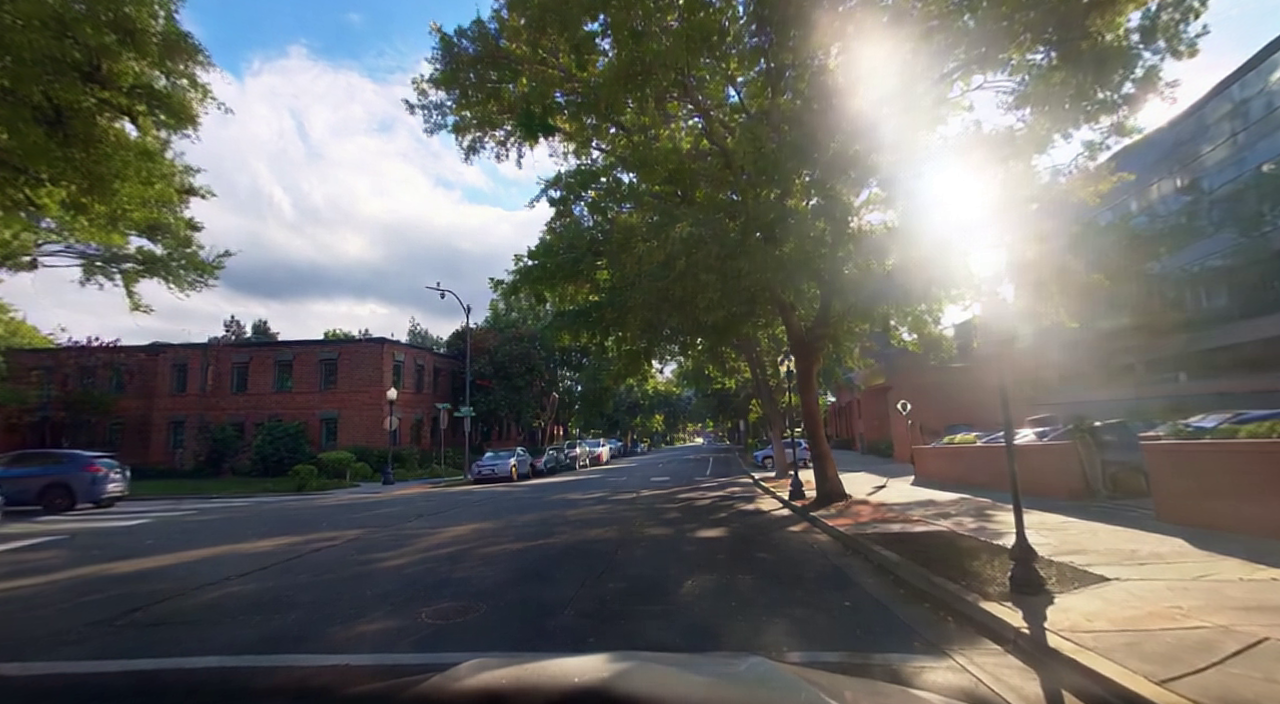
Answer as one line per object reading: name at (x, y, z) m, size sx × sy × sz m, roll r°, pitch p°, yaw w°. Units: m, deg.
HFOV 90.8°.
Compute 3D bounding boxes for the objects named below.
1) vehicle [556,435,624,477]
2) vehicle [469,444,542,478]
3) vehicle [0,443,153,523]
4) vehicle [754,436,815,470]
vehicle at (-2.059, 4.491, 27.398) m, size 2.110 × 1.651 × 4.410 m, roll -1°, pitch -9°, yaw 7°
vehicle at (-6.073, 4.968, 29.069) m, size 1.968 × 1.443 × 4.358 m, roll -1°, pitch -9°, yaw 6°
vehicle at (-13.832, 2.878, 14.166) m, size 4.106 × 1.620 × 2.065 m, roll -1°, pitch -9°, yaw 2°
vehicle at (6.687, 4.714, 29.680) m, size 1.918 × 1.461 × 4.419 m, roll -1°, pitch -8°, yaw 1°
